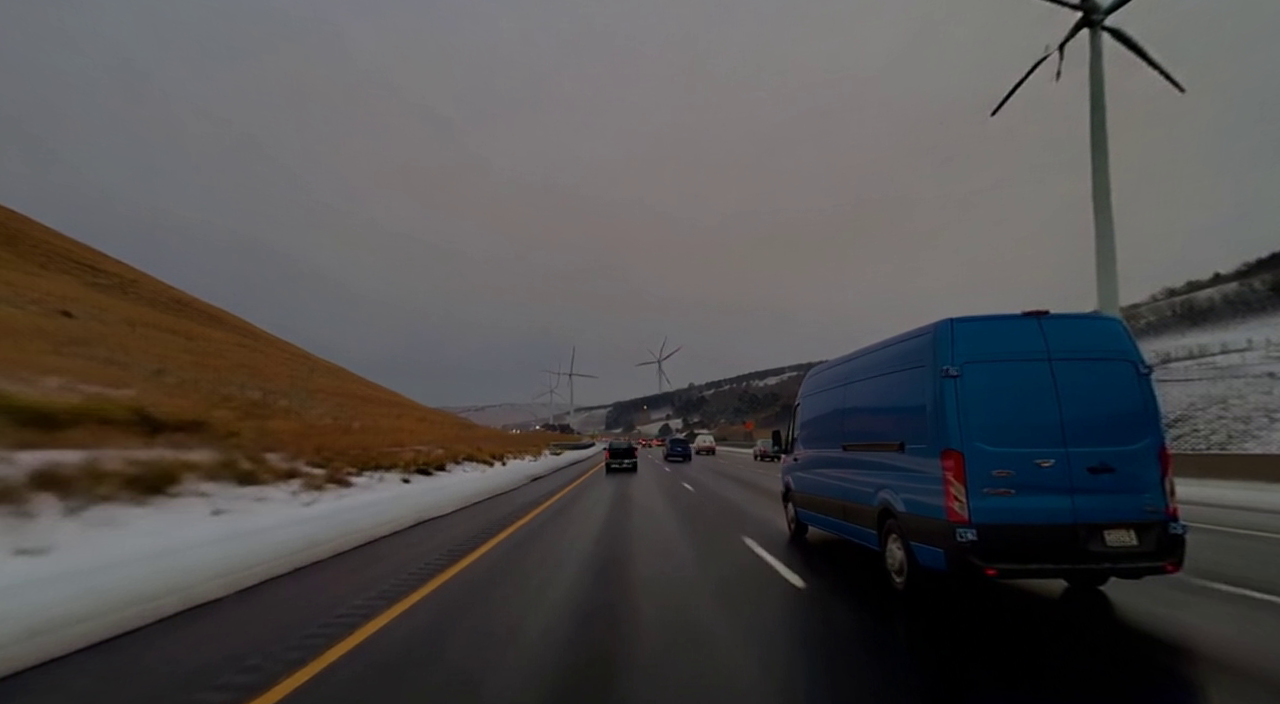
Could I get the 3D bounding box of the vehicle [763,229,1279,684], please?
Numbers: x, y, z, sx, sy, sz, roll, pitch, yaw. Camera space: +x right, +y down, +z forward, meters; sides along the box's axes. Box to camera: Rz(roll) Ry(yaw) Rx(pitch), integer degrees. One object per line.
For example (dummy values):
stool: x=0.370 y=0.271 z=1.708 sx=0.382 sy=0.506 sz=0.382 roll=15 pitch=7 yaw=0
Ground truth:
vehicle: x=3.067 y=0.968 z=6.555 sx=2.365 sy=2.630 sz=5.754 roll=0 pitch=-8 yaw=0

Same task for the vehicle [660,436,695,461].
vehicle: x=2.628 y=6.912 z=45.193 sx=2.108 sy=1.717 sz=3.996 roll=0 pitch=-8 yaw=-1

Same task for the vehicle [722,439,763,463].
vehicle: x=6.812 y=6.634 z=42.405 sx=1.858 sy=1.475 sz=4.421 roll=0 pitch=-8 yaw=-2

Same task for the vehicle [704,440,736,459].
vehicle: x=6.284 y=7.703 z=49.949 sx=1.850 sy=1.475 sz=4.460 roll=0 pitch=-8 yaw=-2

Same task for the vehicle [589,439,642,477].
vehicle: x=-0.983 y=4.417 z=26.537 sx=2.082 sy=1.445 sz=3.826 roll=0 pitch=-8 yaw=-1
